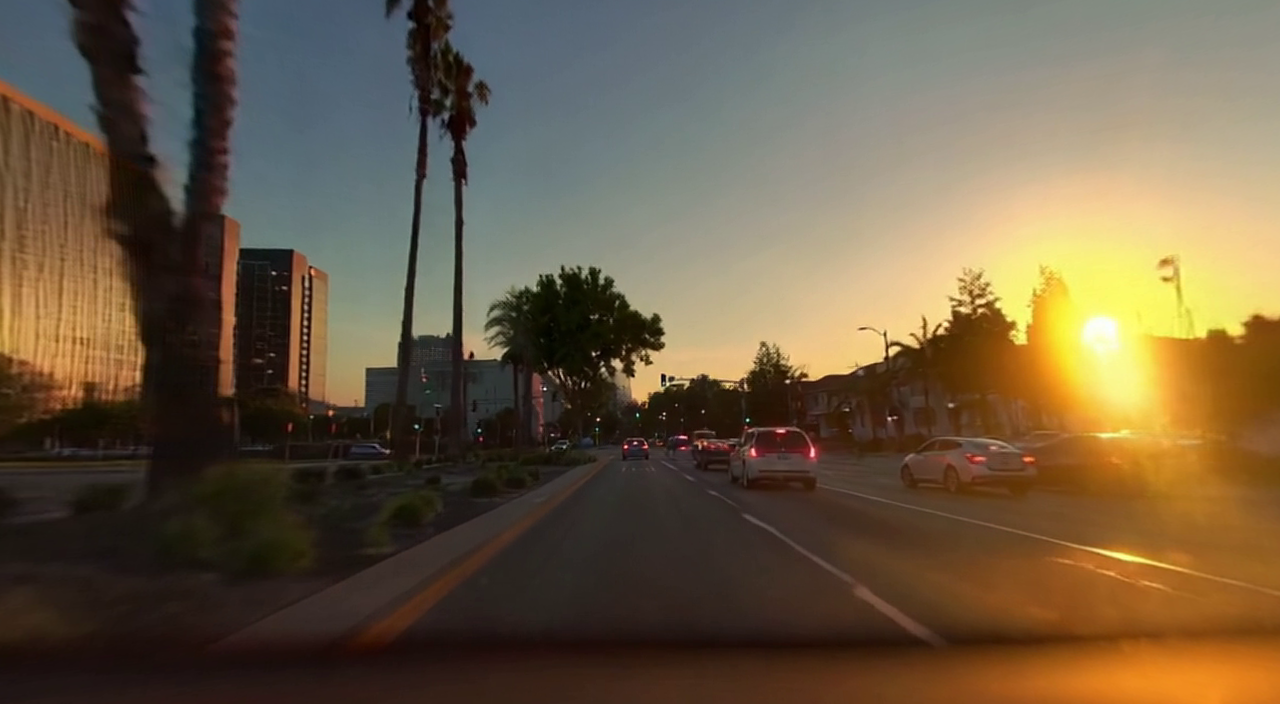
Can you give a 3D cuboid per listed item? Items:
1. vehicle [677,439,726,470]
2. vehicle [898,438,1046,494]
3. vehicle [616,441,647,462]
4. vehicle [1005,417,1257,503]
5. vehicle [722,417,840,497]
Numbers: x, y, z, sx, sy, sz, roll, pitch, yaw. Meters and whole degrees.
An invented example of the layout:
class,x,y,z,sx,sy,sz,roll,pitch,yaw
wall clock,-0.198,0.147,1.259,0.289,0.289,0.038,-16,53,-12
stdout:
class,x,y,z,sx,sy,sz,roll,pitch,yaw
vehicle,3.189,5.425,33.639,2.010,1.509,4.377,0,-9,-2
vehicle,9.689,3.346,18.926,1.871,1.465,4.395,0,-9,-2
vehicle,-0.653,7.307,46.384,2.115,1.464,4.205,0,-9,-1
vehicle,12.732,2.853,17.082,2.157,1.937,5.386,0,-9,-5
vehicle,3.759,2.922,17.843,2.104,1.910,4.693,0,-9,-2
